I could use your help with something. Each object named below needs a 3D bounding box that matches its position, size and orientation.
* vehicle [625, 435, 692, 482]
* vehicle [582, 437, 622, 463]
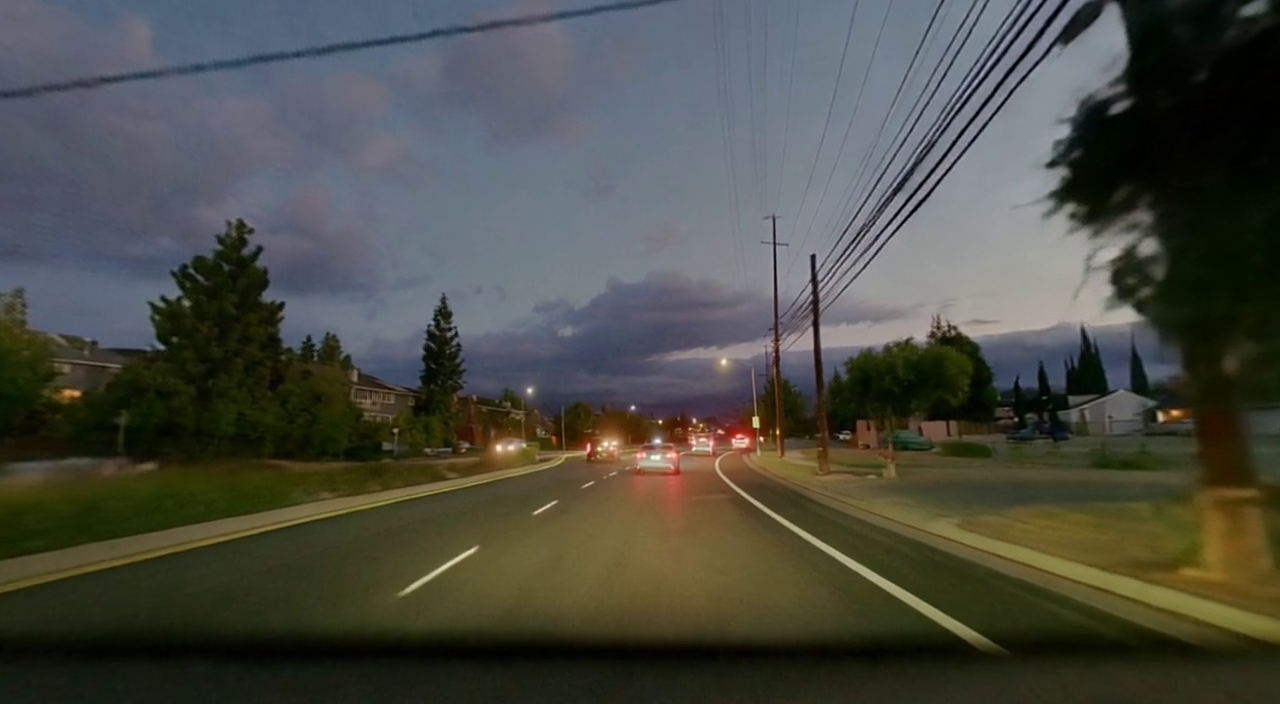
[{"bbox_3d":[0.726,3.680,22.020,2.117,1.474,4.036,-1,-9,4],"label":"vehicle"},{"bbox_3d":[-2.260,5.985,38.593,1.983,1.485,4.159,-1,-9,4],"label":"vehicle"}]
